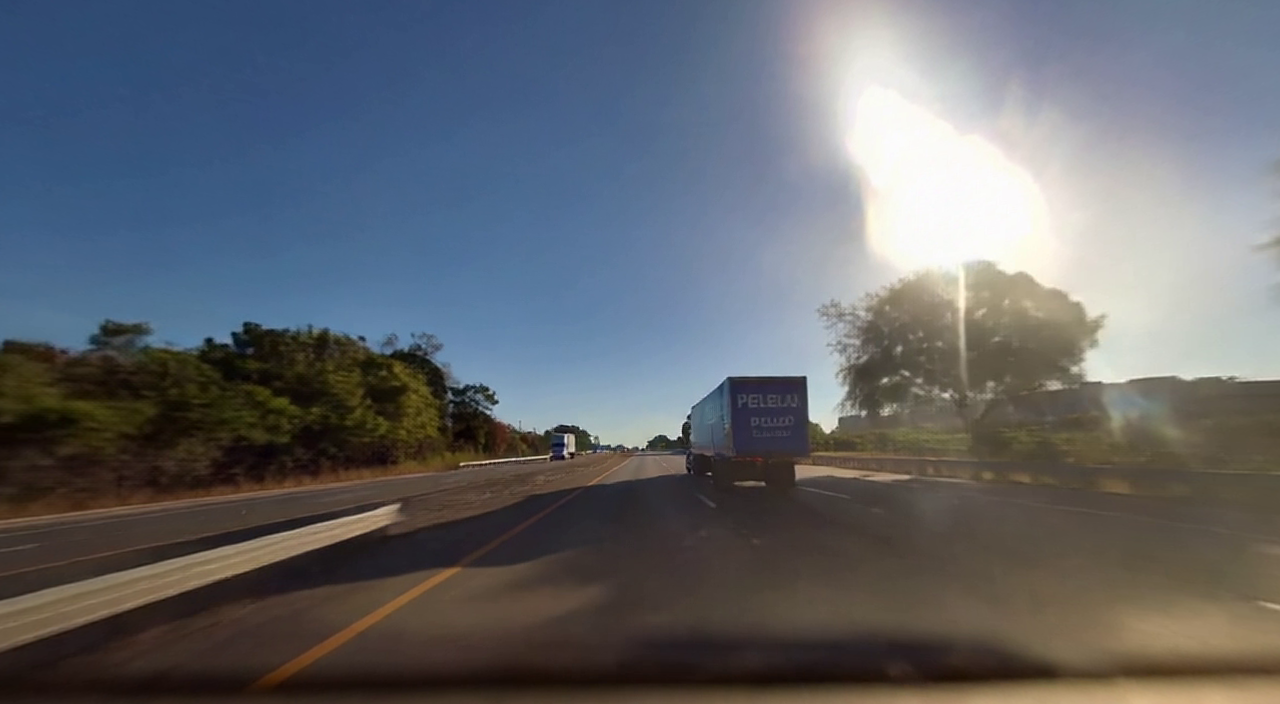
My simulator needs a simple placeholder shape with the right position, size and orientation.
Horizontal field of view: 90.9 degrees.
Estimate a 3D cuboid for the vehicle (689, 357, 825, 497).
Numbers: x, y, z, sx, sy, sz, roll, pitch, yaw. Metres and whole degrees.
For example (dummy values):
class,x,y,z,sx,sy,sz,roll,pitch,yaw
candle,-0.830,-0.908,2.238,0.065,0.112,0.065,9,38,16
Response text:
class,x,y,z,sx,sy,sz,roll,pitch,yaw
vehicle,4.042,3.211,25.500,3.341,4.269,12.252,0,-9,1
